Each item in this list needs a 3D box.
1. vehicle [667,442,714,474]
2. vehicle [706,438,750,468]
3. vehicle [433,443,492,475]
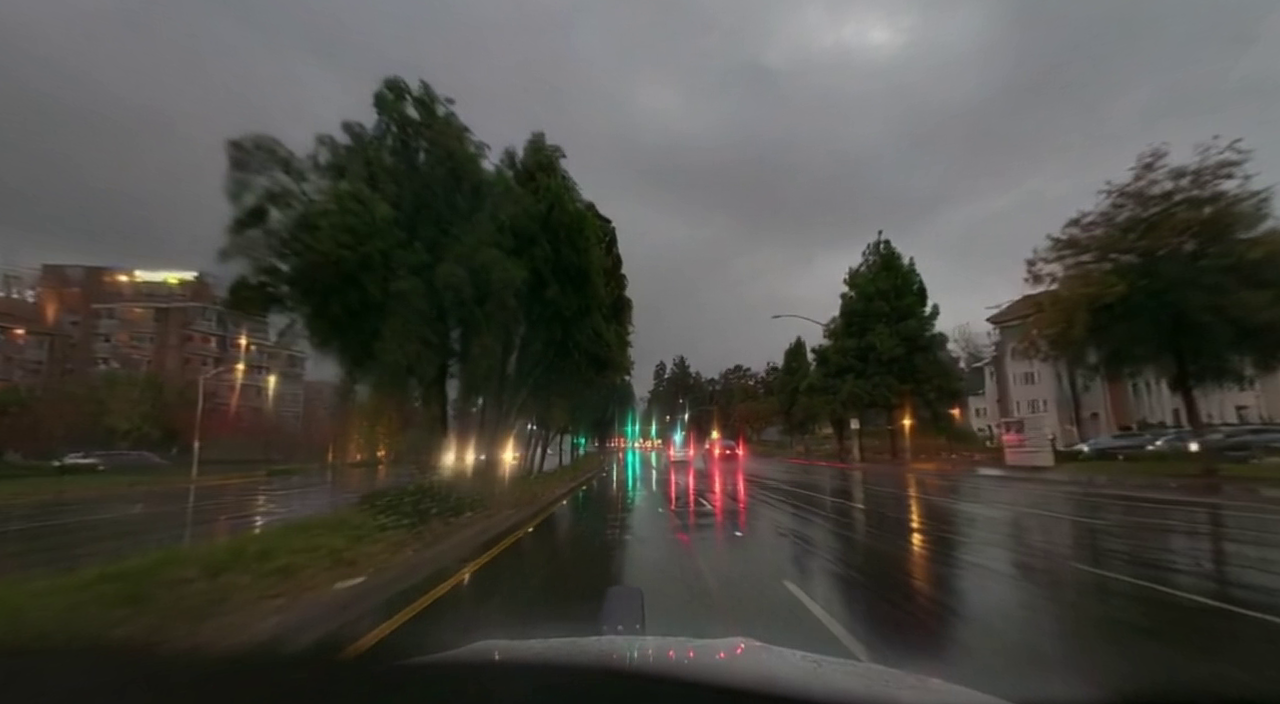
[{"bbox_3d":[2.502,5.400,32.405,1.917,1.538,4.259,0,-9,-2],"label":"vehicle"},{"bbox_3d":[5.552,6.414,40.372,1.946,1.773,4.641,0,-9,-2],"label":"vehicle"},{"bbox_3d":[-9.351,5.660,33.697,1.843,1.564,4.811,0,-9,-1],"label":"vehicle"}]
